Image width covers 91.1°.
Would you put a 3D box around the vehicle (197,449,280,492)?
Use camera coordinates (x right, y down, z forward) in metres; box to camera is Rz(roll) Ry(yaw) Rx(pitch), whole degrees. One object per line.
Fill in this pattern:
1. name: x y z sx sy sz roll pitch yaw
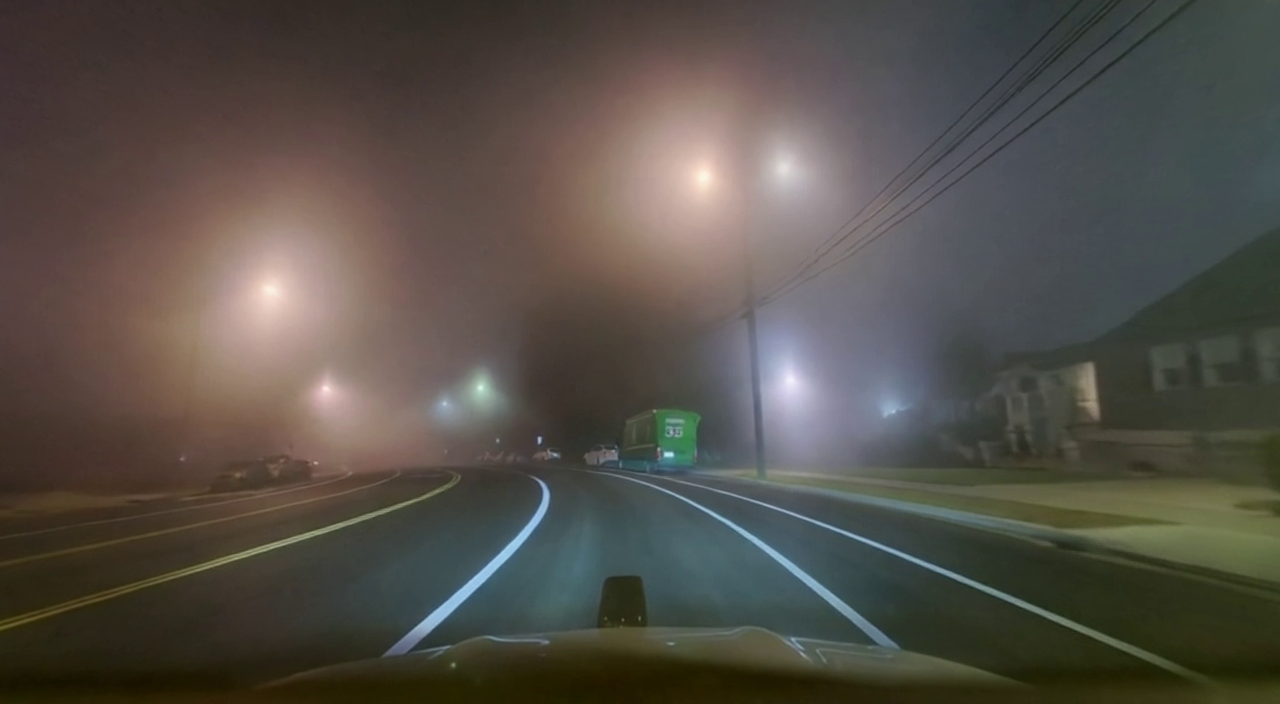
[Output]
1. vehicle: -18.795 5.511 29.644 1.976 1.797 4.249 2 -9 -15

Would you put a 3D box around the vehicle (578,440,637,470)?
1. vehicle: -2.347 6.970 42.880 2.251 1.868 6.178 3 -9 -20

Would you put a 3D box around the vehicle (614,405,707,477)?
1. vehicle: 0.832 4.765 33.384 2.918 3.319 7.595 2 -9 -14
